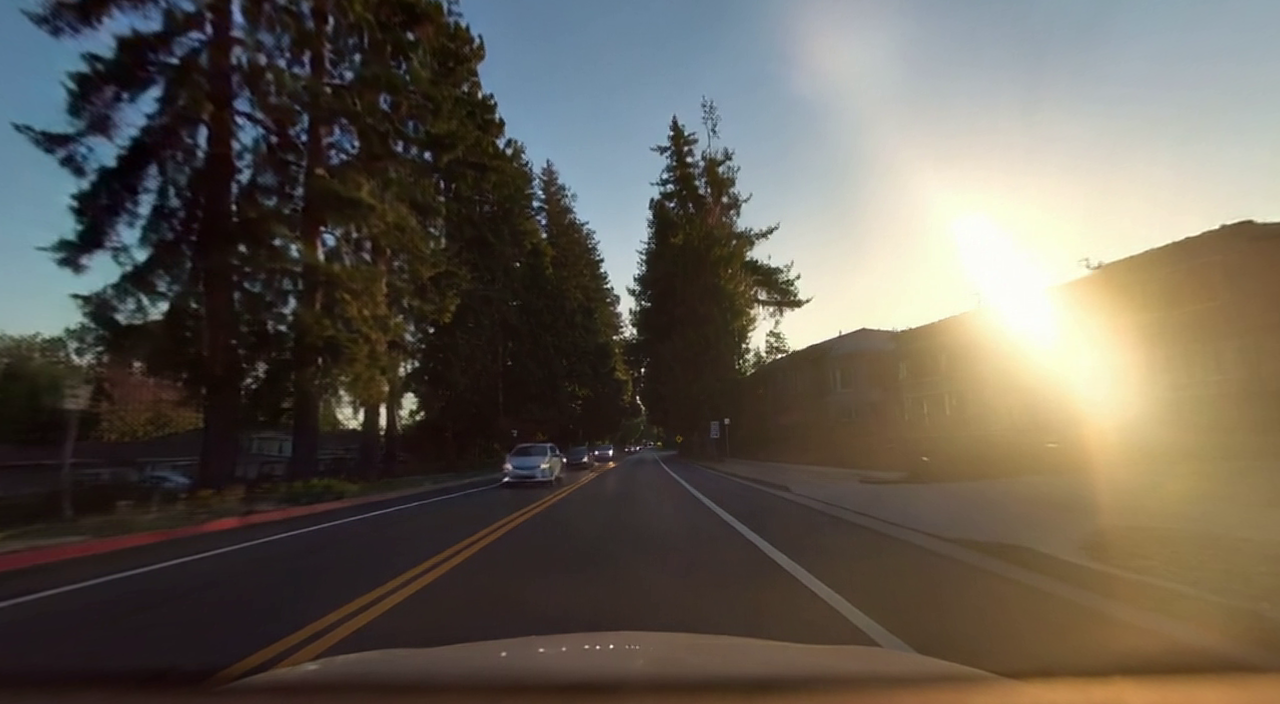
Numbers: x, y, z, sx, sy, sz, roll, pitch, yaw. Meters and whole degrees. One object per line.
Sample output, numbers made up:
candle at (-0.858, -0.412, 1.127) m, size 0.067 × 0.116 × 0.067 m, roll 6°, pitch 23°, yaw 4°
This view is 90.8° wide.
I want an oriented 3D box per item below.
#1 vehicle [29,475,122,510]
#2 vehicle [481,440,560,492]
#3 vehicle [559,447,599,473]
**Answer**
vehicle at (-42.190, 10.455, 47.430) m, size 2.099 × 2.149 × 5.433 m, roll 0°, pitch -9°, yaw -4°
vehicle at (-4.303, 4.173, 23.526) m, size 1.984 × 1.705 × 4.346 m, roll -1°, pitch -8°, yaw 2°
vehicle at (-3.793, 6.808, 40.038) m, size 2.031 × 1.477 × 4.450 m, roll -1°, pitch -9°, yaw 1°
